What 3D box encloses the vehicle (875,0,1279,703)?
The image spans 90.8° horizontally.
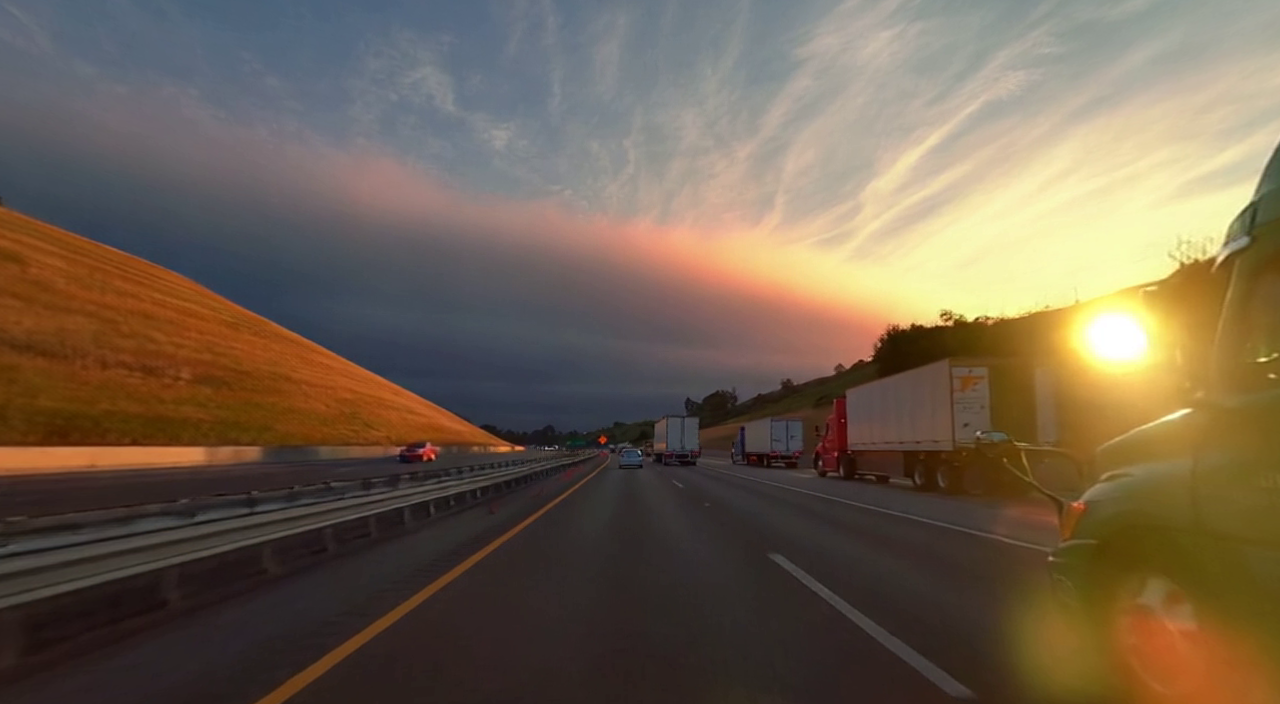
[{"bbox_3d":[3.613,-0.055,2.323,2.990,3.934,6.180,0,-9,0],"label":"vehicle"}]

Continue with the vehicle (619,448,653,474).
[{"bbox_3d":[-0.258,6.361,36.973,1.927,1.437,3.794,0,-9,-1],"label":"vehicle"}]
